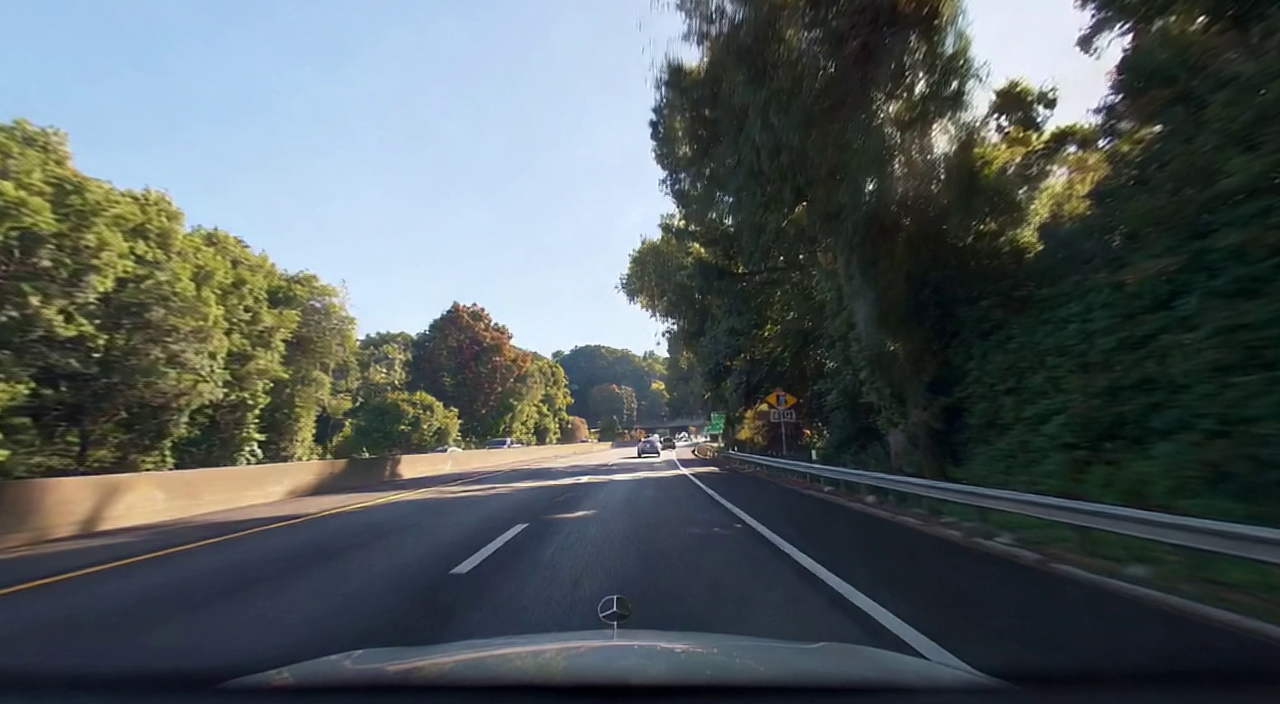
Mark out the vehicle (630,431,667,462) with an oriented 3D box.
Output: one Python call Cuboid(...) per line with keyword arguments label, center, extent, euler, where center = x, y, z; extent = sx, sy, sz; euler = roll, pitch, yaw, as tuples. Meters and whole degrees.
Cuboid(label="vehicle", center=(0.550, 5.908, 39.441), extent=(2.188, 1.825, 4.282), euler=(-1, -8, 2))
